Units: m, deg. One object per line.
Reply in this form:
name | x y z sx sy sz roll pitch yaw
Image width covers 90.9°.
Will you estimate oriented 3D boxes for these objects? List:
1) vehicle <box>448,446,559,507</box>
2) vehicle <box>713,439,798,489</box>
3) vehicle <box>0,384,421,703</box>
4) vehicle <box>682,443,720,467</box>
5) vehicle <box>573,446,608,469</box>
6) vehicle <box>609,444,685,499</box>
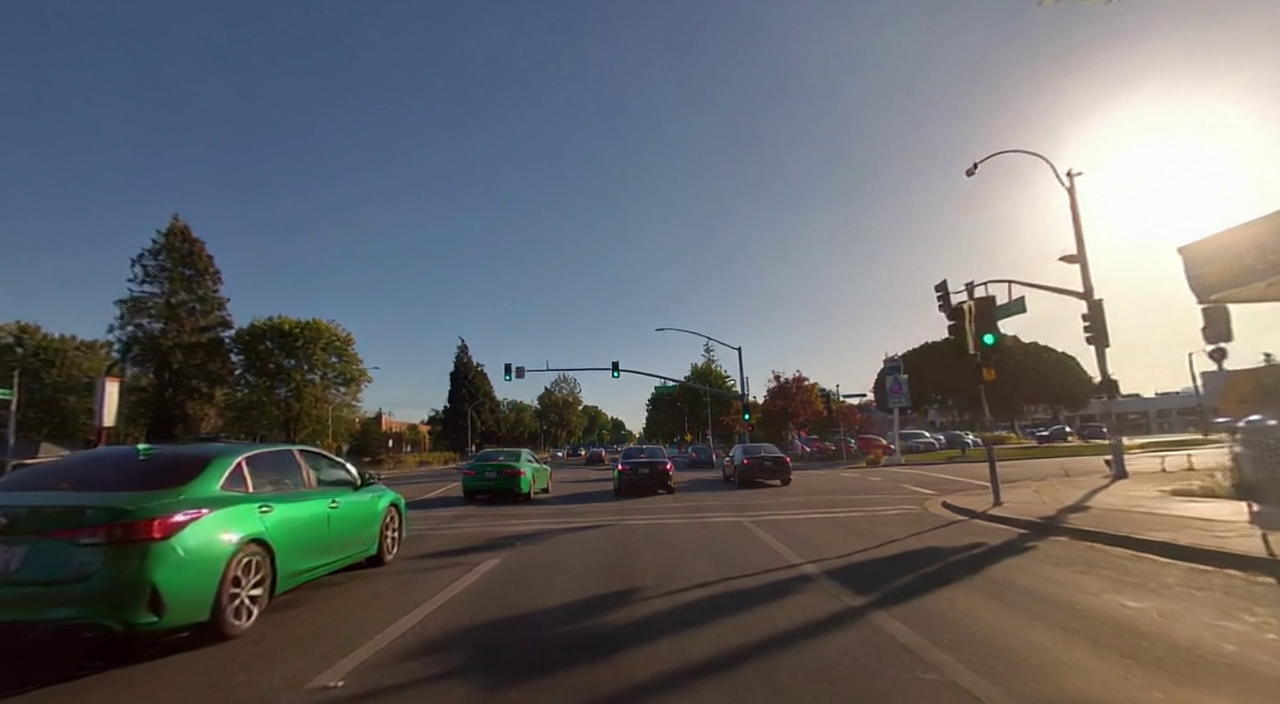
vehicle | -3.648 3.405 17.787 1.995 1.436 4.500 -1 -8 2
vehicle | 3.720 3.689 21.150 1.920 1.479 4.548 0 -8 -1
vehicle | -3.757 1.352 5.404 2.023 1.687 4.874 0 -8 0
vehicle | 3.993 6.788 41.949 1.942 1.482 4.623 0 -8 -1
vehicle | -3.409 7.340 43.964 1.896 1.501 4.390 -1 -8 3
vehicle | 0.192 3.459 18.682 1.994 1.433 3.894 0 -8 0
